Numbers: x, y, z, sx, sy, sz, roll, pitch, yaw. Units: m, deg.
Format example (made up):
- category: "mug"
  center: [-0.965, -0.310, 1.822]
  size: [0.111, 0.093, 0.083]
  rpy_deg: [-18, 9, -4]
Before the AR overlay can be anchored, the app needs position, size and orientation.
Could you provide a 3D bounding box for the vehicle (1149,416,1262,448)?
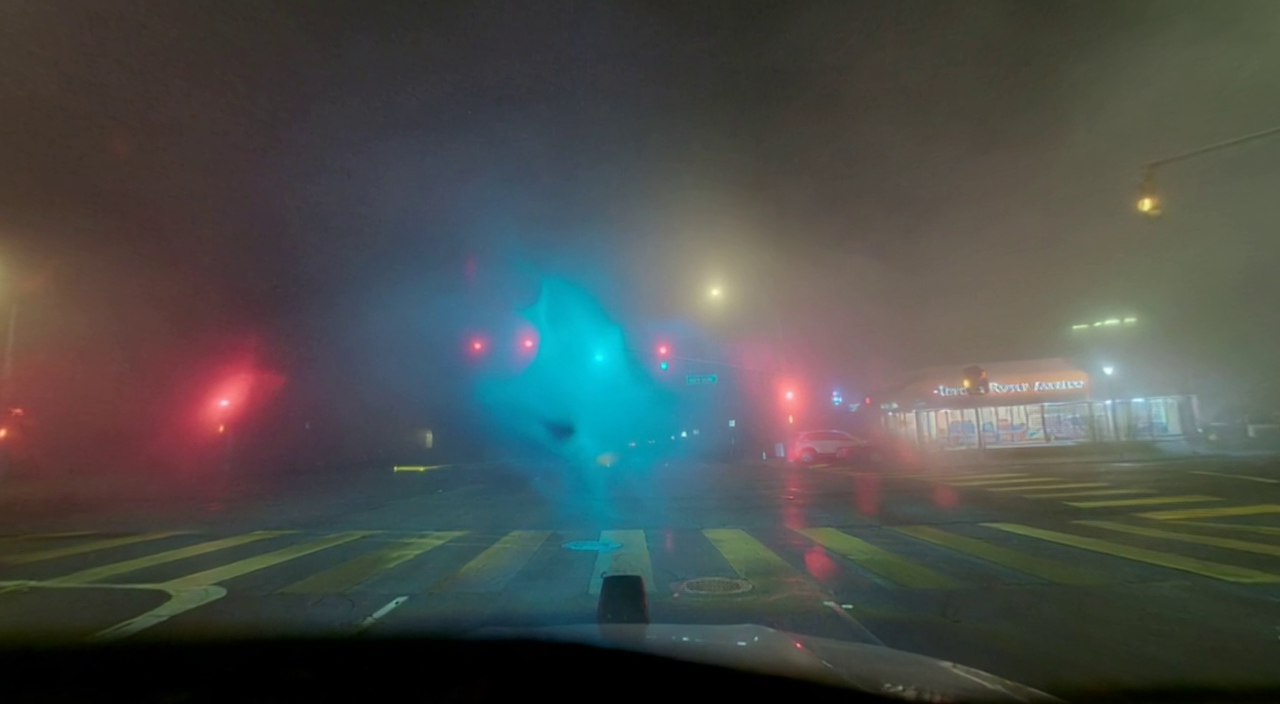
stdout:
- category: "vehicle"
  center: [28.281, 4.074, 31.725]
  size: [1.799, 1.459, 4.266]
  rpy_deg: [0, -8, 3]
